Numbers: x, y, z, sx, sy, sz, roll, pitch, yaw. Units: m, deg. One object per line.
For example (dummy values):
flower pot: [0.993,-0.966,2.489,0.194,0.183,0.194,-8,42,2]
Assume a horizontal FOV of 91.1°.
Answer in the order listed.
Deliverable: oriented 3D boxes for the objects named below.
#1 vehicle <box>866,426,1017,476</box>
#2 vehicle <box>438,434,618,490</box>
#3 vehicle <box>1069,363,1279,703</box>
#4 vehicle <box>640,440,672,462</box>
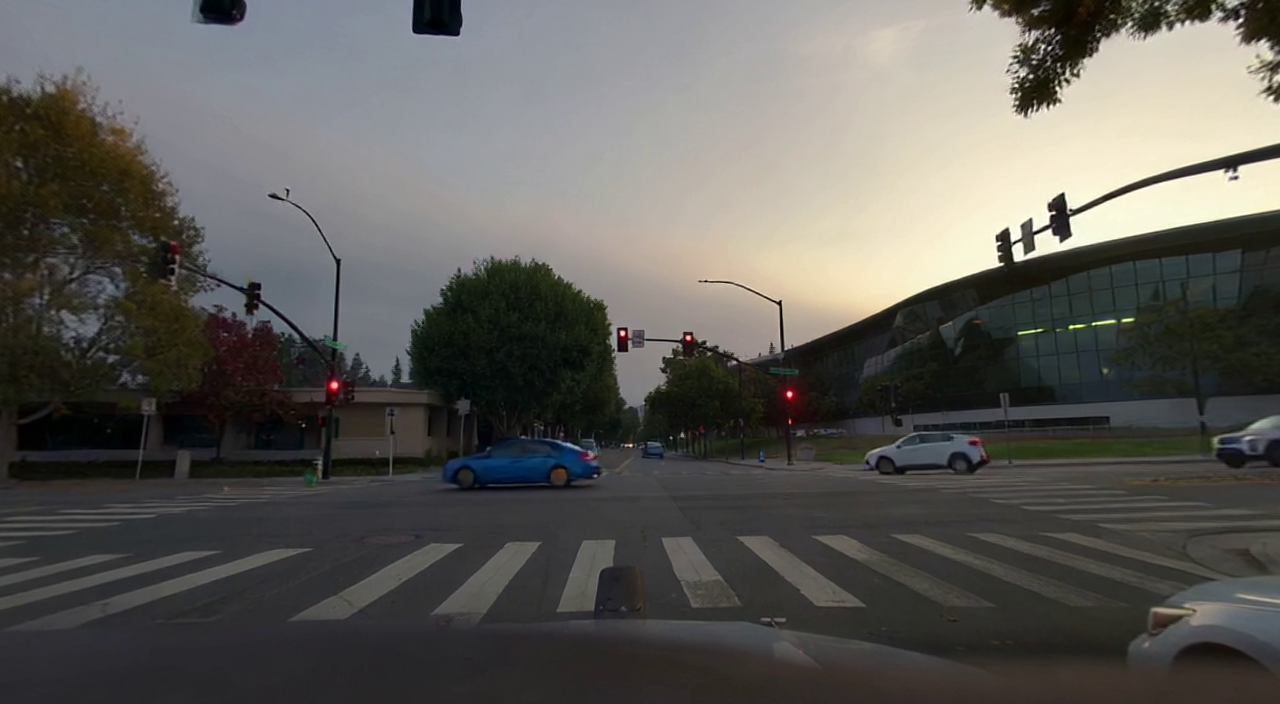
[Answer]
vehicle: [10.539,3.506,22.367,4.551,1.625,2.053,-3,-9,19]
vehicle: [-2.959,3.021,17.398,4.613,1.443,1.883,0,-8,0]
vehicle: [2.890,0.672,0.832,1.947,1.576,3.825,0,-8,1]
vehicle: [1.118,7.165,45.556,2.031,1.442,4.446,0,-8,-3]
